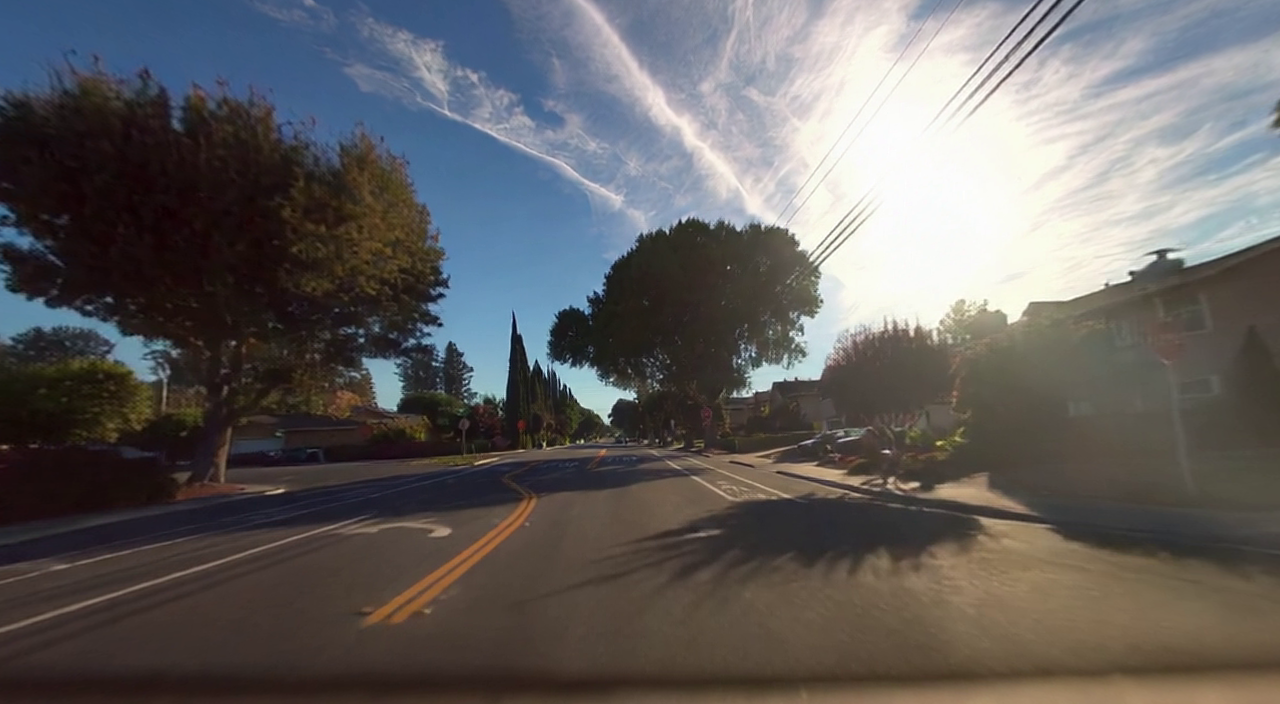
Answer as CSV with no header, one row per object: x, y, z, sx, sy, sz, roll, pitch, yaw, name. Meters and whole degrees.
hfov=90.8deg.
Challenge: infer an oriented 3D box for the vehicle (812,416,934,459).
10.251,3.821,28.122,4.544,1.807,2.204,0,-9,2,vehicle
